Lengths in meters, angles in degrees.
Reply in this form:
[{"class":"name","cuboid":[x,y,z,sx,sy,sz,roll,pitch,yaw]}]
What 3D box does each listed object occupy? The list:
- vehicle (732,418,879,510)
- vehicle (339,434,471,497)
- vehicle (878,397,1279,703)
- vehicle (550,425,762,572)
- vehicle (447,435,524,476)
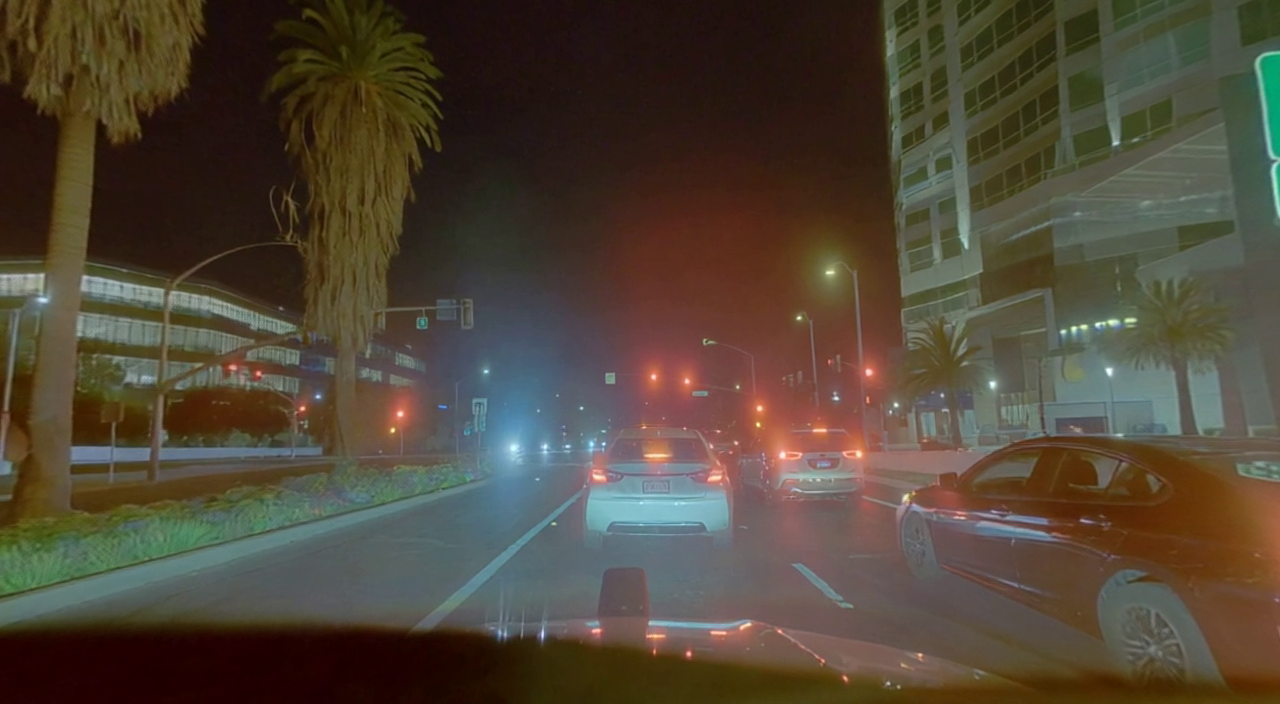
[{"class":"vehicle","cuboid":[3.498,2.466,14.302,2.169,1.751,4.276,0,-8,0]},{"class":"vehicle","cuboid":[-6.263,3.057,17.379,1.900,1.487,4.165,0,-8,2]},{"class":"vehicle","cuboid":[3.545,1.218,4.475,1.910,1.490,4.661,0,-8,1]},{"class":"vehicle","cuboid":[0.174,1.787,8.460,2.140,1.474,4.026,0,-8,0]},{"class":"vehicle","cuboid":[-6.059,4.103,25.223,1.822,1.456,4.396,-1,-8,2]}]
